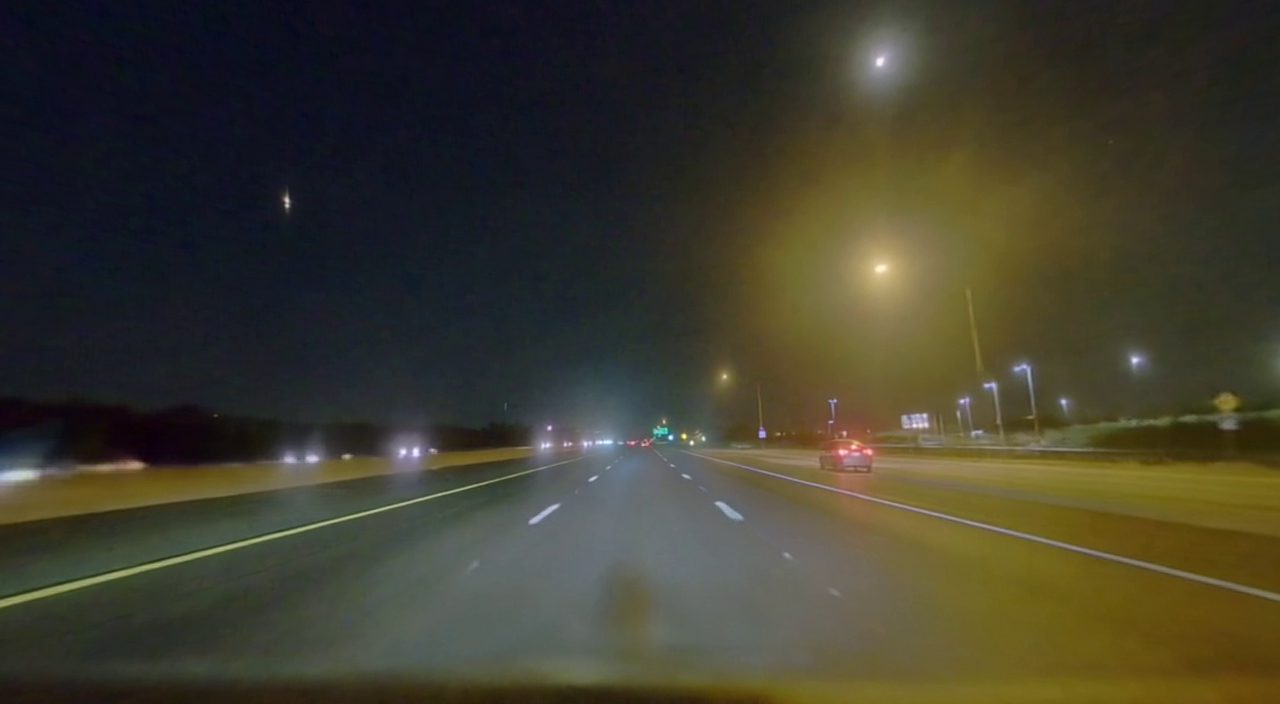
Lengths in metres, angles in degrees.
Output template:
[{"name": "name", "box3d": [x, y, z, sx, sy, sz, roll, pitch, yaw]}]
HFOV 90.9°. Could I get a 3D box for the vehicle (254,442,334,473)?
[{"name": "vehicle", "box3d": [-19.635, 5.983, 36.018, 1.936, 1.604, 4.556, 0, -8, 0]}]
